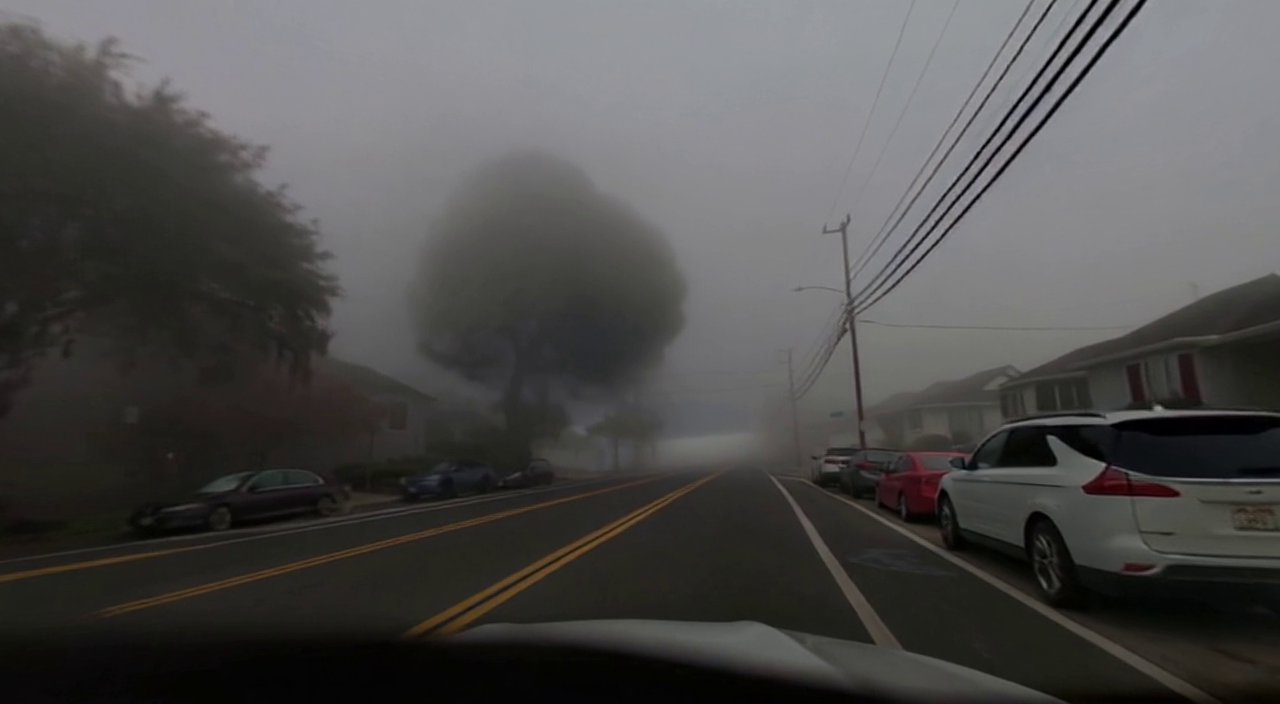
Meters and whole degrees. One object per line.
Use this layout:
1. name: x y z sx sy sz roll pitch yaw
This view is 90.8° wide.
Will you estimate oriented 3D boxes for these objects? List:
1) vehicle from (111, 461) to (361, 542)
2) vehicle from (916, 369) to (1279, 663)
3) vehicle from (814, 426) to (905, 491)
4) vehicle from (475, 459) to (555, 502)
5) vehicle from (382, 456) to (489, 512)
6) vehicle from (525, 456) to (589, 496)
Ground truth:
1. vehicle: -9.429 3.507 15.493 2.136 1.431 5.197 -7 -11 10
2. vehicle: 4.895 1.433 6.778 2.199 1.885 5.461 -2 -9 10
3. vehicle: 8.196 4.021 24.218 2.330 2.160 5.550 -2 -9 9
4. vehicle: -6.185 6.422 32.117 2.089 1.837 5.499 -2 -9 10
5. vehicle: -7.626 4.926 24.059 1.937 1.837 4.414 -2 -9 11
6. vehicle: -4.867 7.389 37.992 2.282 2.060 5.738 -2 -9 9
